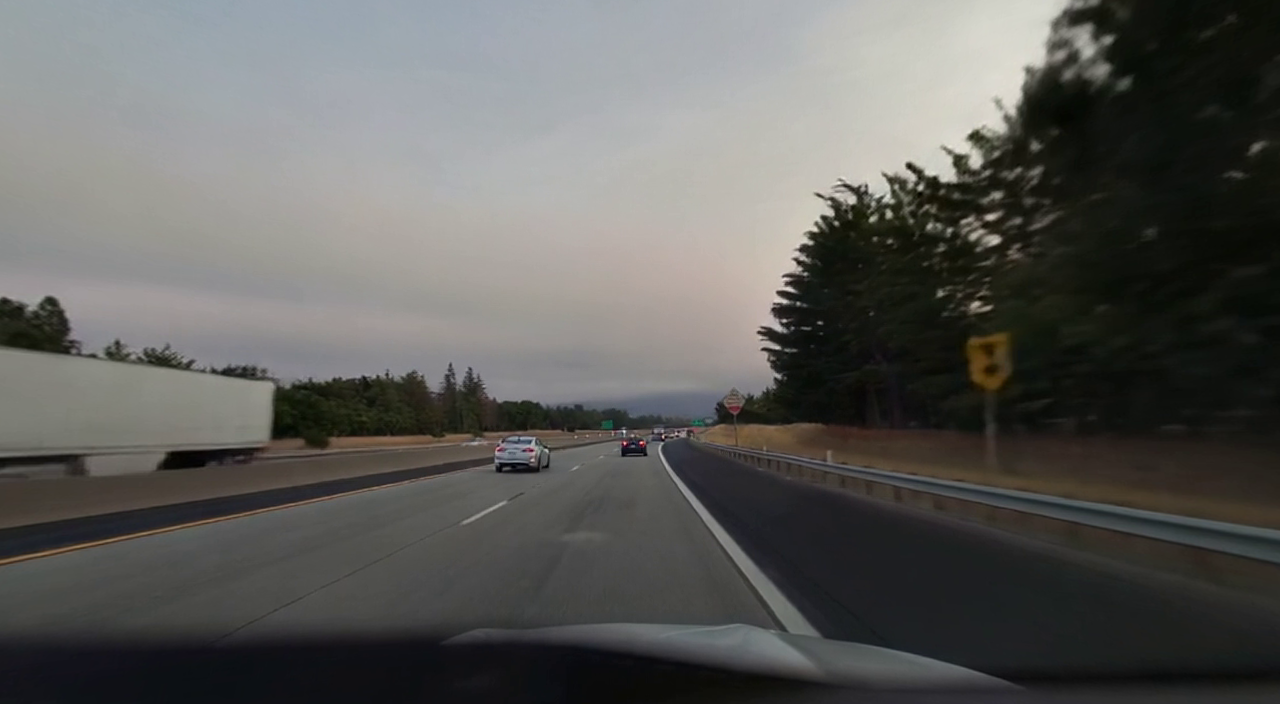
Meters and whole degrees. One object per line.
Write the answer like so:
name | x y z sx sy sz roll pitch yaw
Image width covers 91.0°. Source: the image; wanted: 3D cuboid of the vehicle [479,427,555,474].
vehicle | -4.709 3.852 24.803 2.075 1.653 4.317 -1 -8 1

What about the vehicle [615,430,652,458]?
vehicle | -0.413 5.758 39.430 2.146 1.636 4.026 0 -8 -1

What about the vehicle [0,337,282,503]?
vehicle | -17.564 2.396 20.560 3.215 4.104 14.389 -1 -8 0
